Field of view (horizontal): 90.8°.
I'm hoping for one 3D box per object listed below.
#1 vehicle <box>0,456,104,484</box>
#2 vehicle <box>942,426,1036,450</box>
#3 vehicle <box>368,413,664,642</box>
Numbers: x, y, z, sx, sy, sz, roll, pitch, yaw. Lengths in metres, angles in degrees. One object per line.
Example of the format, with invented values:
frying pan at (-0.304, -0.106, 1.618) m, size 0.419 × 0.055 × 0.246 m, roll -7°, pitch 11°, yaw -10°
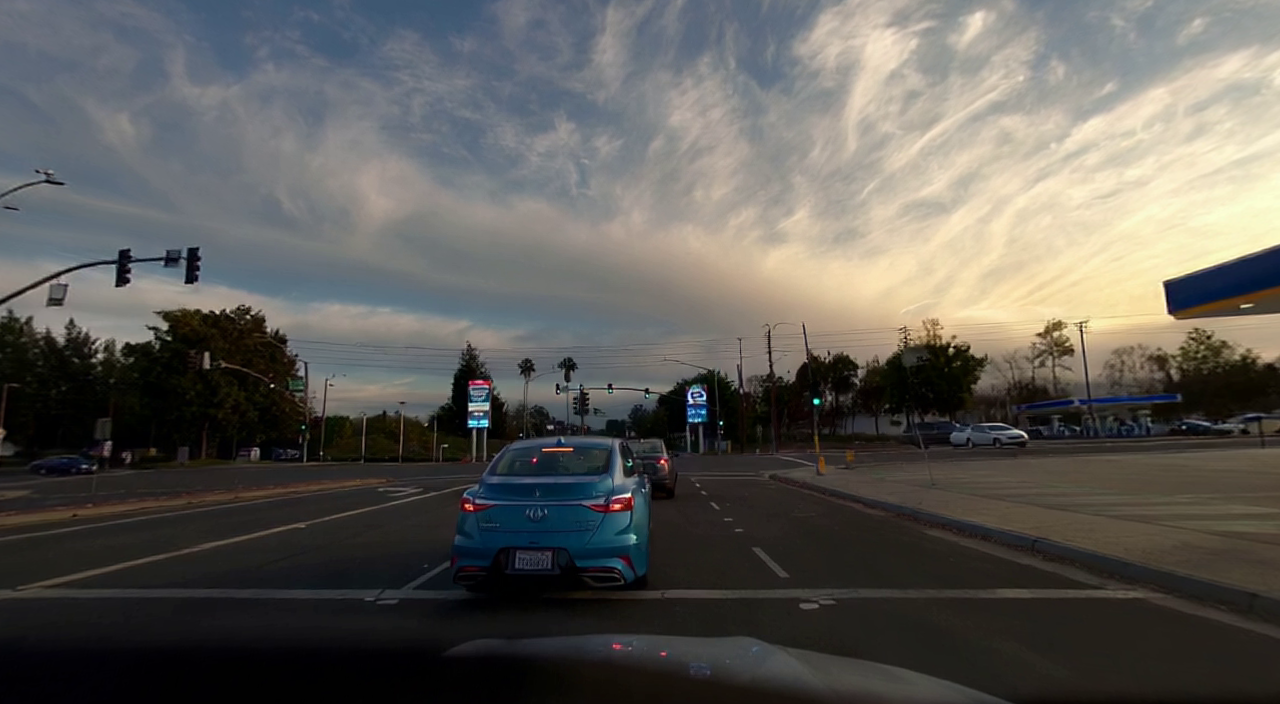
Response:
vehicle at (-35.022, 6.982, 37.559) m, size 1.796 × 1.440 × 4.802 m, roll -1°, pitch -8°, yaw 4°
vehicle at (22.540, 5.594, 40.968) m, size 4.874 × 1.502 × 2.048 m, roll 0°, pitch -8°, yaw -1°
vehicle at (-0.762, 1.508, 6.547) m, size 1.916 × 1.510 × 4.447 m, roll -1°, pitch -8°, yaw 3°
